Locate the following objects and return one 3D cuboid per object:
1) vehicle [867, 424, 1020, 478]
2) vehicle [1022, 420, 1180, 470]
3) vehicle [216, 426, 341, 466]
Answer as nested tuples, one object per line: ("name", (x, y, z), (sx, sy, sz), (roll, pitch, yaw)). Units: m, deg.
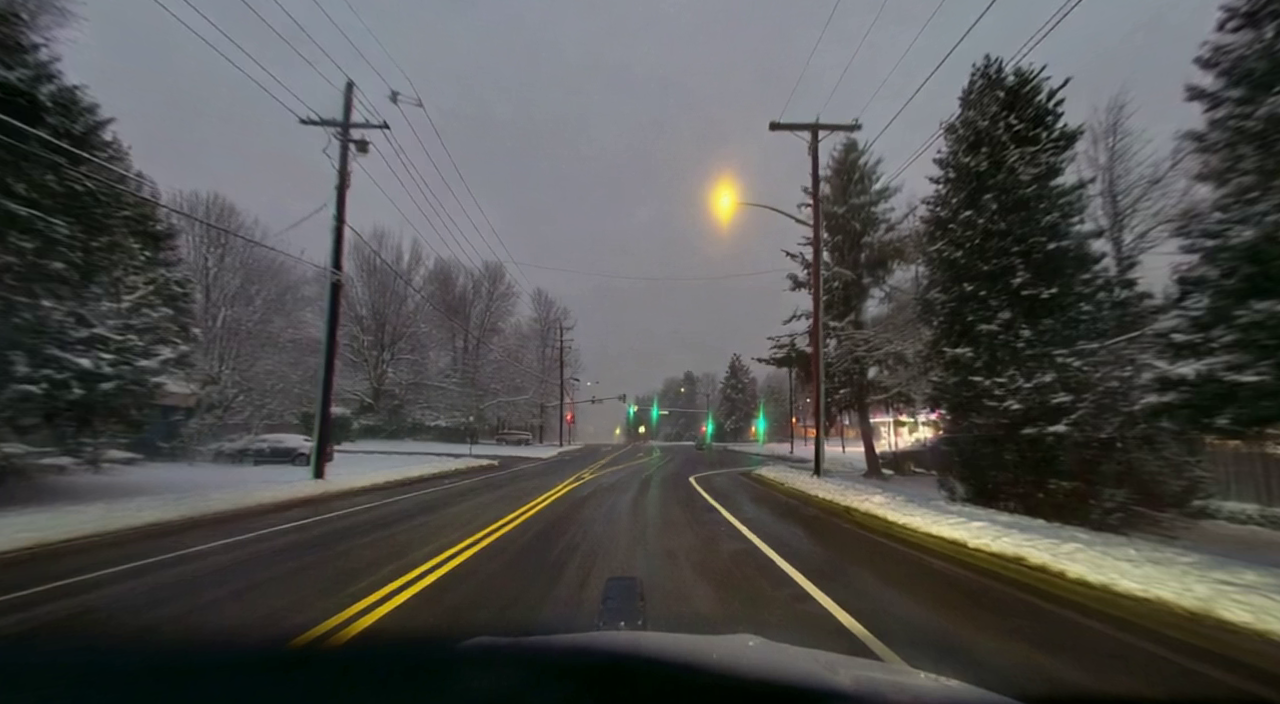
("vehicle", (10.908, 3.614, 23.012), (4.736, 1.816, 1.999), (-3, -9, 17))
("vehicle", (16.551, 3.374, 22.740), (4.102, 1.683, 1.879), (-1, -10, 5))
("vehicle", (-14.894, 3.924, 26.260), (2.009, 1.526, 4.730), (-1, -8, 6))
